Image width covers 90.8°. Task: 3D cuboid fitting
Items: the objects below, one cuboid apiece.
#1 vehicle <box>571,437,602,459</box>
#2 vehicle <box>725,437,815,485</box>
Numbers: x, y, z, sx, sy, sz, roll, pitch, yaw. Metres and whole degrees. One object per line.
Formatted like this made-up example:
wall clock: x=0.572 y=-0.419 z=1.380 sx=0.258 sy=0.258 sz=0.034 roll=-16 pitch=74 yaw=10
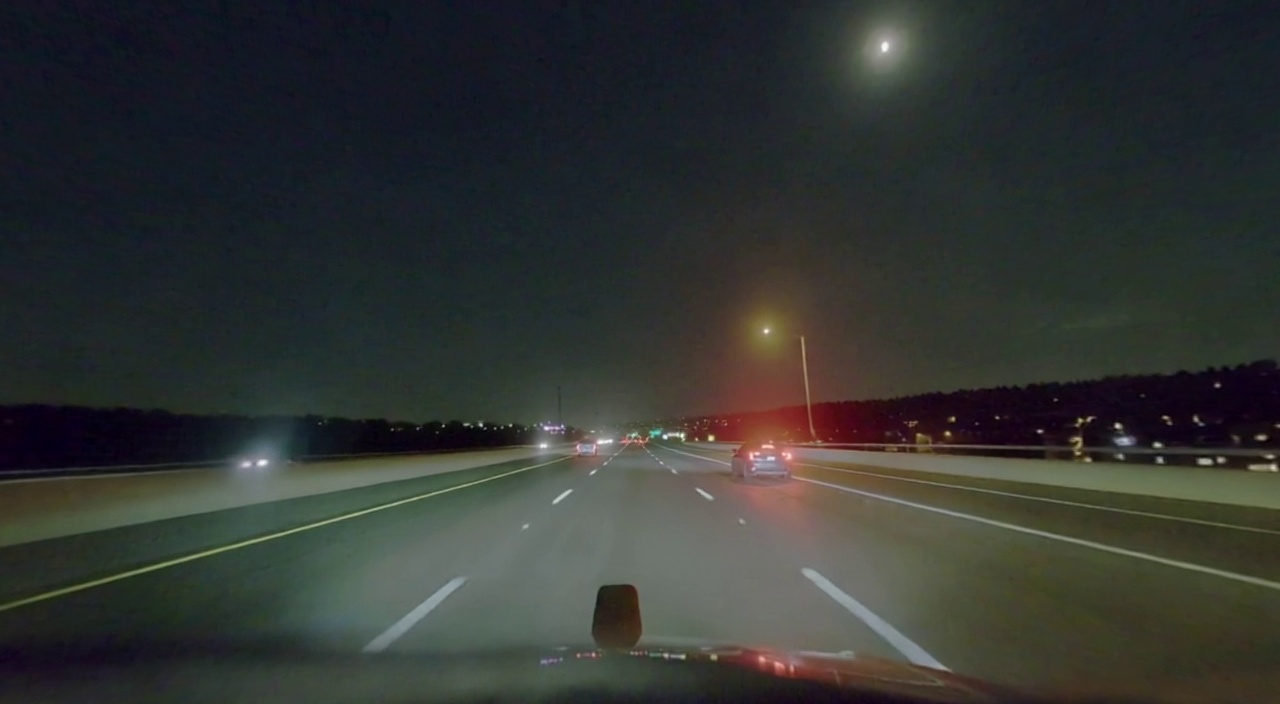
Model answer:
vehicle: x=-4.109 y=7.490 z=49.343 sx=2.048 sy=1.618 sz=4.424 roll=0 pitch=-8 yaw=0
vehicle: x=4.380 y=3.745 z=22.083 sx=2.060 sy=1.485 sz=4.274 roll=0 pitch=-9 yaw=-2
